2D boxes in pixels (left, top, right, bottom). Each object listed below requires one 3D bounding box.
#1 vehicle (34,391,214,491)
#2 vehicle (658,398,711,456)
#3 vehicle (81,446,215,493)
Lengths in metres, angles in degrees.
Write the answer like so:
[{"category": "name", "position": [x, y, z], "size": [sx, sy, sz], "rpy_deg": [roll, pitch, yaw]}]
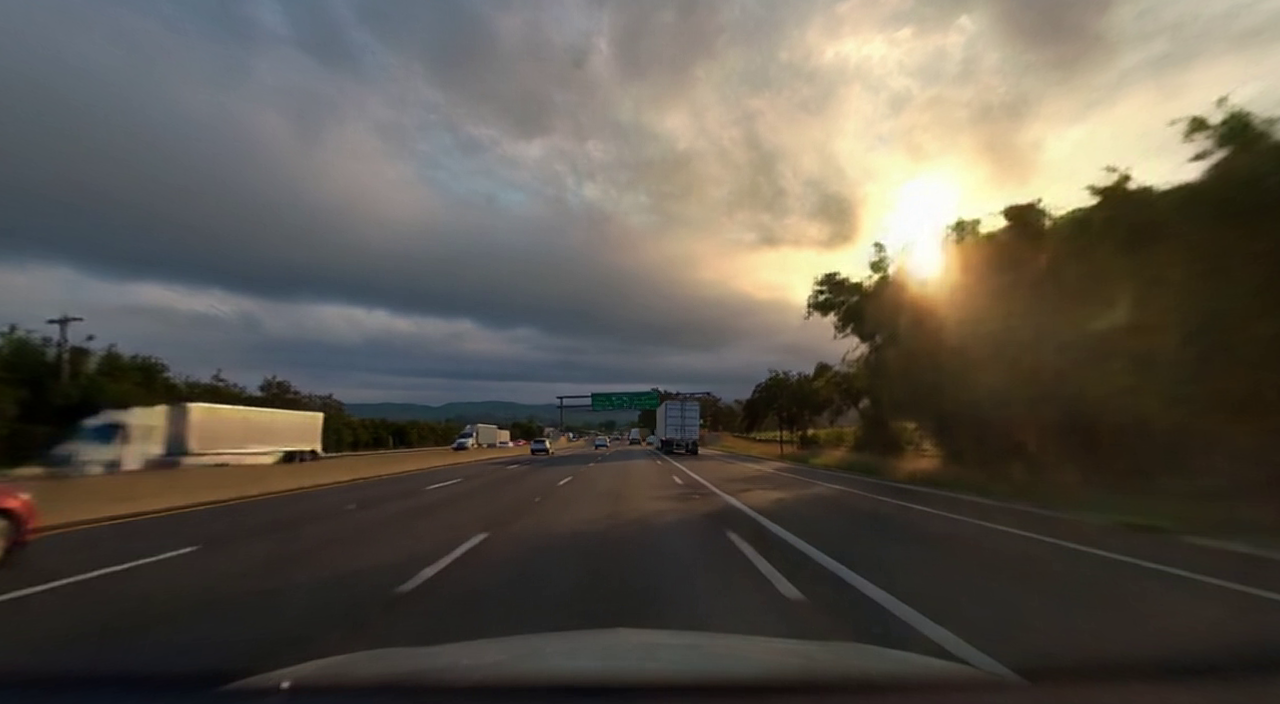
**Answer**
[{"category": "vehicle", "position": [-23.175, 4.032, 28.852], "size": [3.013, 4.037, 6.006], "rpy_deg": [0, -8, -1]}, {"category": "vehicle", "position": [3.059, 5.633, 46.906], "size": [2.760, 3.710, 12.230], "rpy_deg": [0, -7, -1]}, {"category": "vehicle", "position": [-18.404, 4.382, 23.834], "size": [1.904, 1.528, 3.893], "rpy_deg": [0, -8, -1]}]
